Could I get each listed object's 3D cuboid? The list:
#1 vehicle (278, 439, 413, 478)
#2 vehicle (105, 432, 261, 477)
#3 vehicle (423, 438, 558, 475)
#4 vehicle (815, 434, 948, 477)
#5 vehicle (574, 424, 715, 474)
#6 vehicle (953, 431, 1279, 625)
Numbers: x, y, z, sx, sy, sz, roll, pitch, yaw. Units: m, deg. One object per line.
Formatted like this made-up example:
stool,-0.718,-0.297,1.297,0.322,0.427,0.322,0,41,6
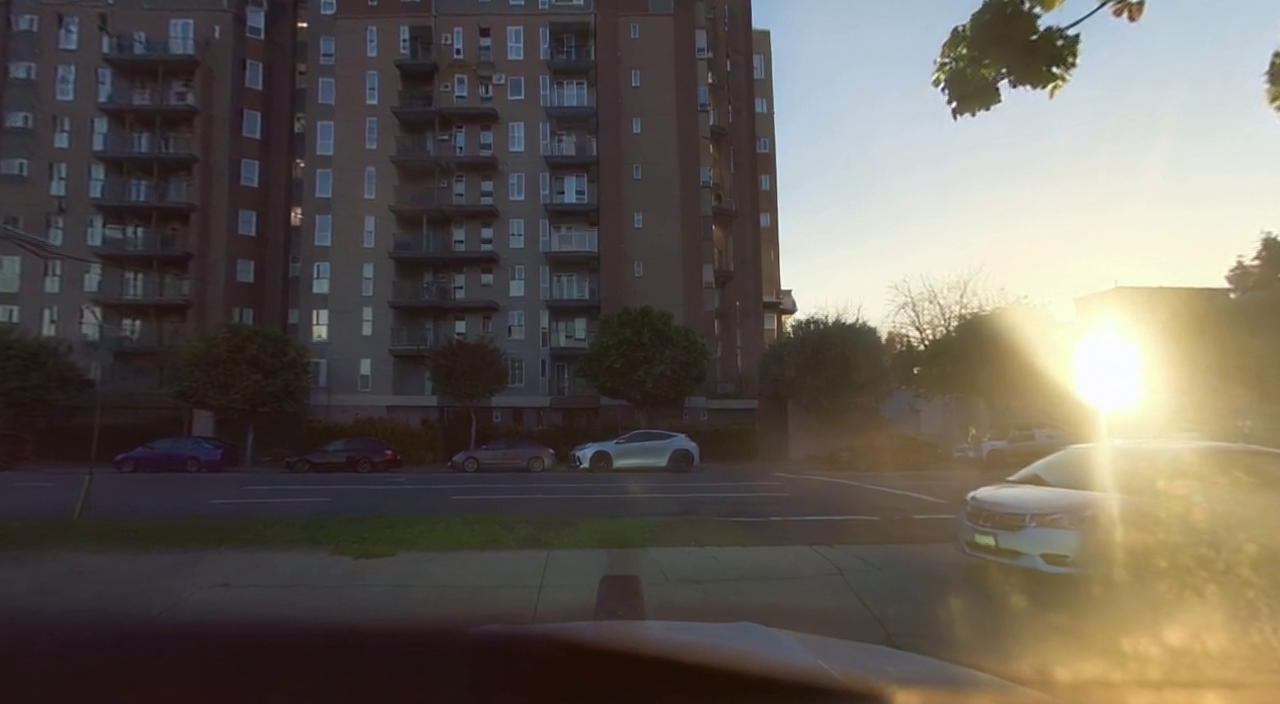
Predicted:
vehicle,-11.347,4.114,24.611,4.336,1.438,1.776,0,-8,-3
vehicle,-17.472,3.935,24.362,4.426,1.641,1.889,0,-9,-5
vehicle,-5.723,4.087,24.663,4.851,1.339,1.785,0,-11,-2
vehicle,9.494,4.074,25.079,4.521,1.411,1.726,-2,-7,-4
vehicle,0.105,3.846,24.888,5.299,1.860,2.098,1,-10,-4
vehicle,5.934,1.558,6.155,4.714,1.471,1.978,-1,-5,1
